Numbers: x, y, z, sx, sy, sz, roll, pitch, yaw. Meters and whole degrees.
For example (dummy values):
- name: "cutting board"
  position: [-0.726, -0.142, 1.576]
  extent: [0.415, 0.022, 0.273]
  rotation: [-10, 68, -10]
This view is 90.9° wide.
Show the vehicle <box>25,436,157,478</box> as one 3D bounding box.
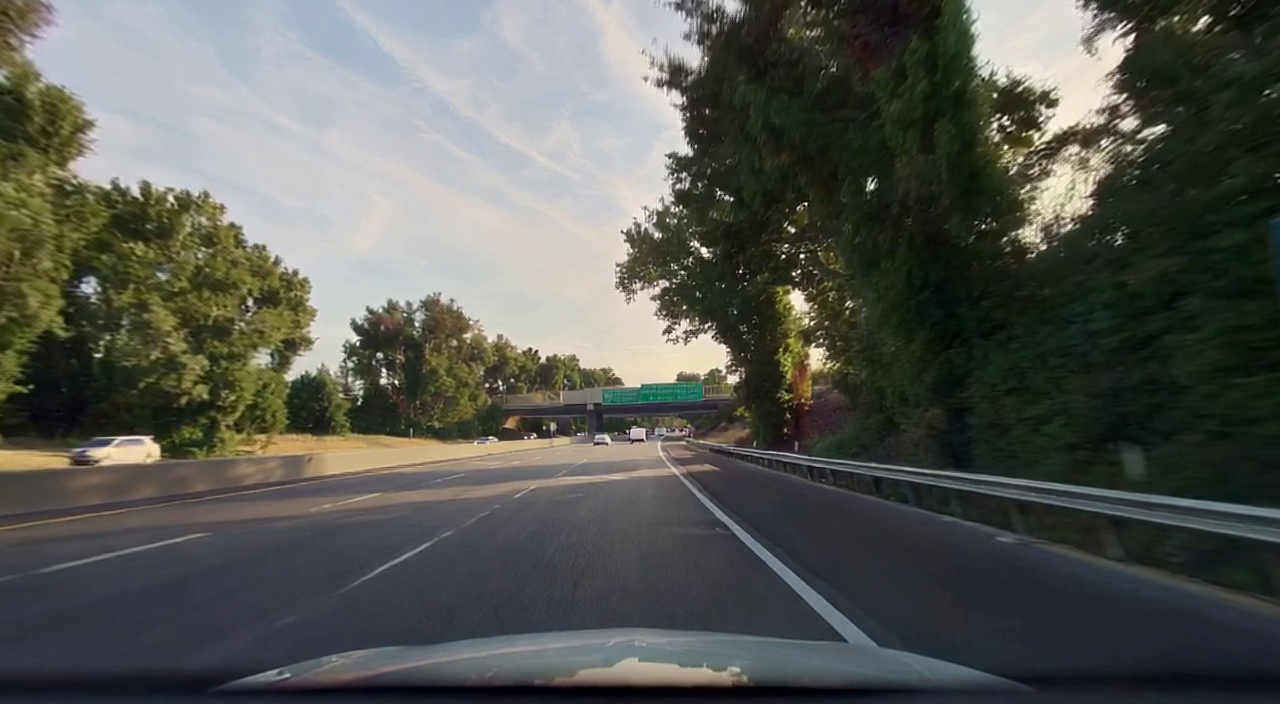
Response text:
- name: "vehicle"
  position: [-24.189, 4.595, 28.012]
  extent: [1.903, 1.705, 4.316]
  rotation: [0, -8, 1]
